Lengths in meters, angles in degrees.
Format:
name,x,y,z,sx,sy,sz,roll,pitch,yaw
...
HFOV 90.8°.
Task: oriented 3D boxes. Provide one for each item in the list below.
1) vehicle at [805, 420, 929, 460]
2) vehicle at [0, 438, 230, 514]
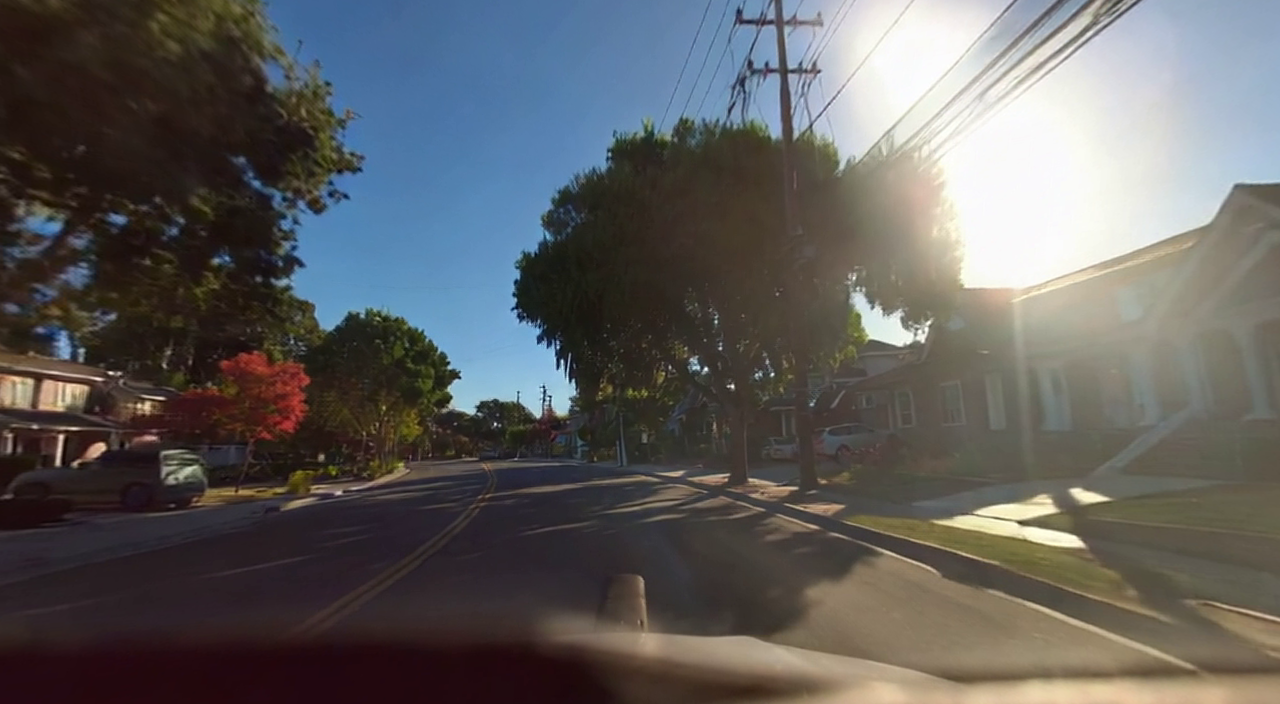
name,x,y,z,sx,sy,sz,roll,pitch,yaw
vehicle,9.559,3.735,26.950,4.566,1.623,1.906,0,-8,4
vehicle,-13.425,3.108,16.201,4.321,1.772,2.161,-1,-8,5
